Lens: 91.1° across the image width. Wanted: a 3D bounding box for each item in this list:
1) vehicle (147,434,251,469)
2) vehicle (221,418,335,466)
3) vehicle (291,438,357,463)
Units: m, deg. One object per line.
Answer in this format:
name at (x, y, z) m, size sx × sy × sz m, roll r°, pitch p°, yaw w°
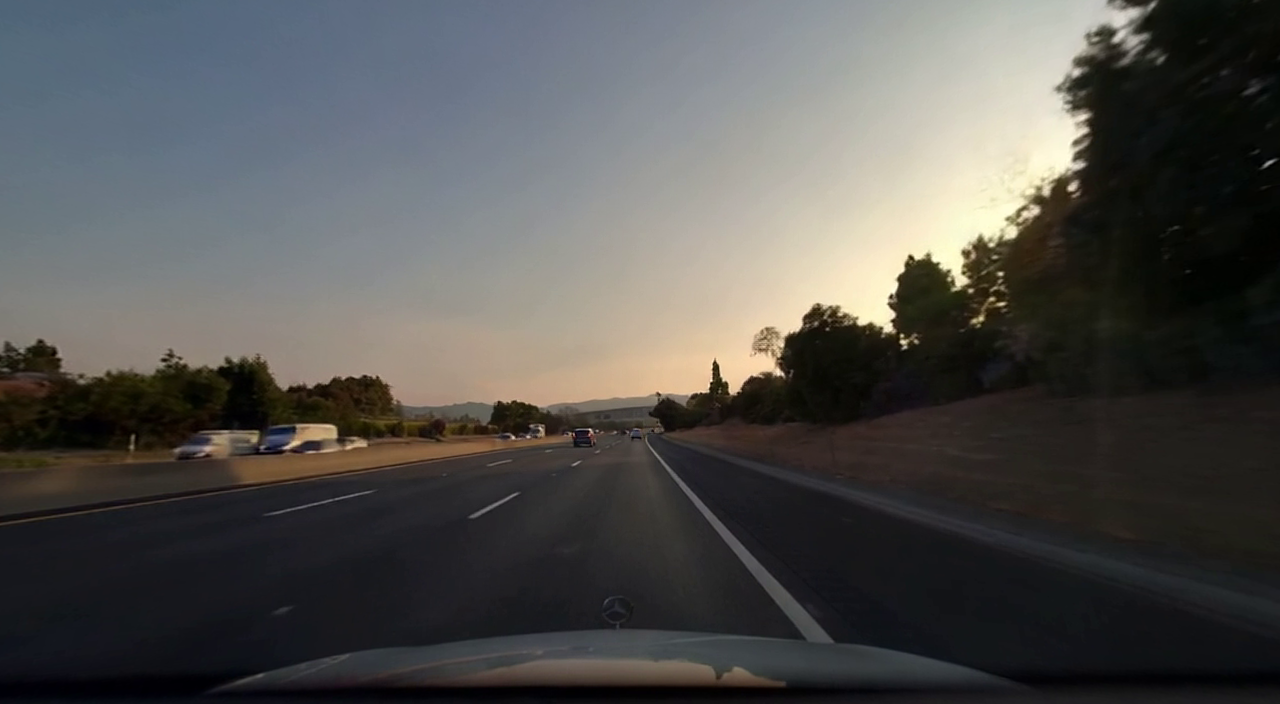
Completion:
vehicle at (-24.554, 5.520, 35.315) m, size 2.084 × 1.814 × 5.135 m, roll 0°, pitch -8°, yaw 0°
vehicle at (-24.728, 6.236, 43.631) m, size 2.801 × 2.969 × 8.618 m, roll 0°, pitch -8°, yaw -1°
vehicle at (-20.346, 6.321, 40.698) m, size 1.885 × 1.493 × 4.479 m, roll 0°, pitch -8°, yaw 0°
